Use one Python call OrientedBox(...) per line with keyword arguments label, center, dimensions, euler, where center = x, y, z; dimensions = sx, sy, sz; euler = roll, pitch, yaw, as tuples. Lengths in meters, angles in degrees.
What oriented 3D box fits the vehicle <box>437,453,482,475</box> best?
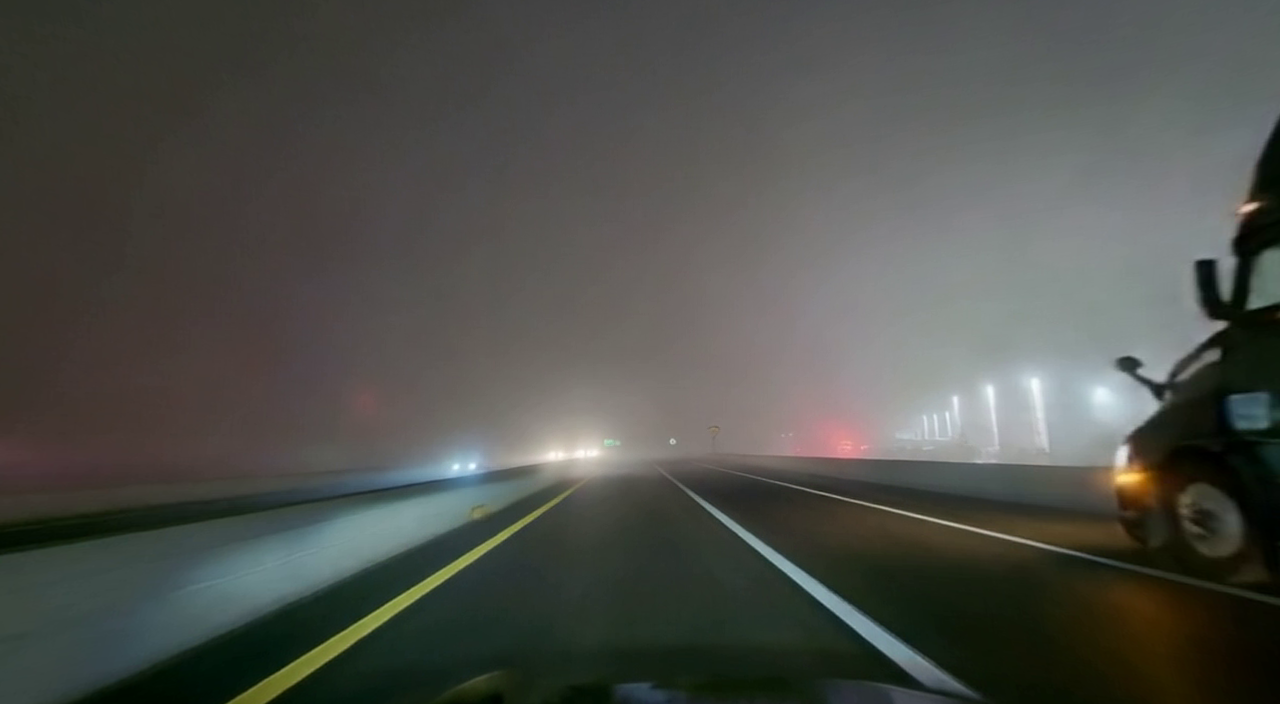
OrientedBox(label="vehicle", center=(-12.969, 8.073, 45.592), dimensions=(1.959, 1.465, 4.601), euler=(0, -9, -1))
